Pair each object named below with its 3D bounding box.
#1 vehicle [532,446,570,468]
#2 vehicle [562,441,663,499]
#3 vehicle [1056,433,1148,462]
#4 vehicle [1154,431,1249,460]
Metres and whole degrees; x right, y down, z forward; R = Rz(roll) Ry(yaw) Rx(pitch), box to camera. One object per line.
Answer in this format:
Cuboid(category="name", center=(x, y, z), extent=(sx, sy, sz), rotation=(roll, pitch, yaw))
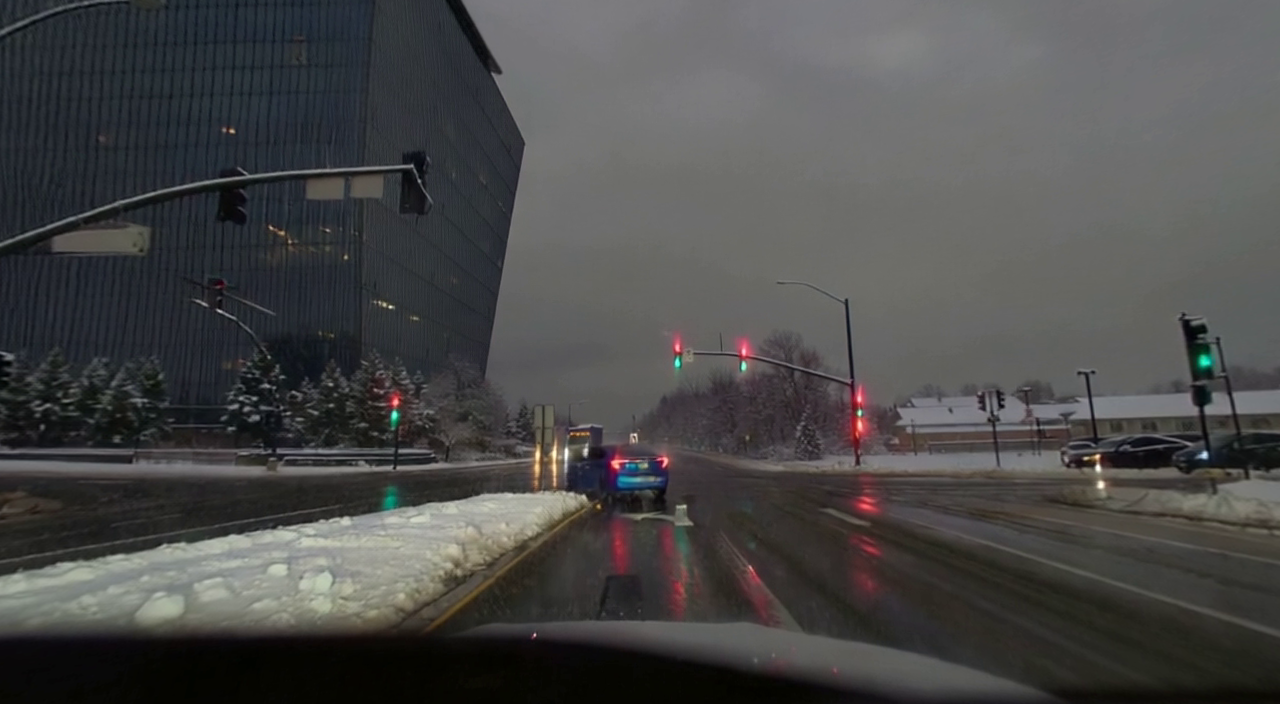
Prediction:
Cuboid(category="vehicle", center=(-6.698, 7.937, 47.817), extent=(2.113, 1.535, 4.504), rotation=(0, -9, 2))
Cuboid(category="vehicle", center=(-0.967, 3.488, 19.065), extent=(2.014, 1.525, 4.197), rotation=(3, -9, -18))
Cuboid(category="vehicle", center=(25.572, 5.313, 35.068), extent=(2.021, 1.484, 4.454), rotation=(-1, -9, 5))
Cuboid(category="vehicle", center=(30.442, 5.087, 34.295), extent=(1.946, 1.467, 3.670), rotation=(-1, -9, 5))
